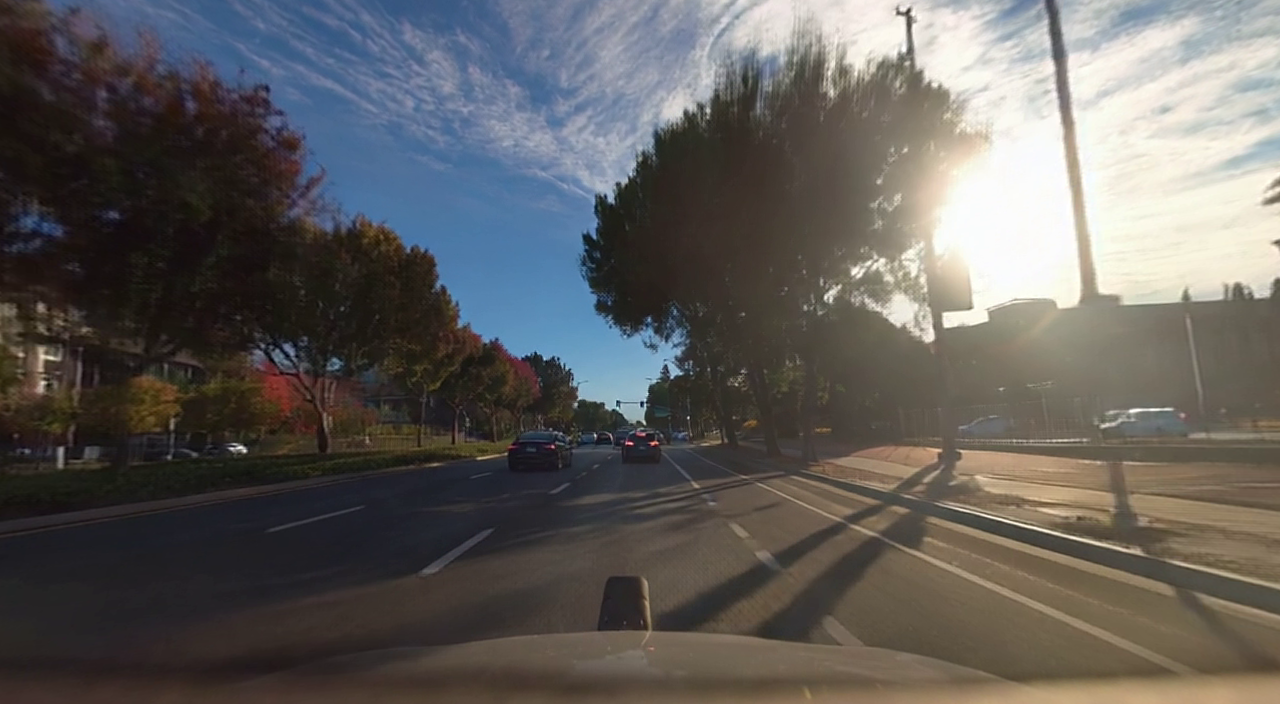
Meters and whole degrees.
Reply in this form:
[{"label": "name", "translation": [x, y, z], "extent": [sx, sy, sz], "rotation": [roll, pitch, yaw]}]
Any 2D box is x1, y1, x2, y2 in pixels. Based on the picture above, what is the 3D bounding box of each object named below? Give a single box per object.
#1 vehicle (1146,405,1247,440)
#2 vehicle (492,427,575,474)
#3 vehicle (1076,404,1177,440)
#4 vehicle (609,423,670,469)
[{"label": "vehicle", "translation": [24.473, 3.175, 27.901], "extent": [1.741, 1.416, 3.831], "rotation": [-2, -8, 15]}, {"label": "vehicle", "translation": [-3.627, 3.476, 22.479], "extent": [1.942, 1.462, 4.905], "rotation": [-1, -8, 2]}, {"label": "vehicle", "translation": [21.991, 3.262, 28.754], "extent": [1.833, 1.471, 4.656], "rotation": [-2, -8, 14]}, {"label": "vehicle", "translation": [-0.014, 3.730, 25.049], "extent": [2.199, 1.652, 4.101], "rotation": [0, -8, 0]}]
